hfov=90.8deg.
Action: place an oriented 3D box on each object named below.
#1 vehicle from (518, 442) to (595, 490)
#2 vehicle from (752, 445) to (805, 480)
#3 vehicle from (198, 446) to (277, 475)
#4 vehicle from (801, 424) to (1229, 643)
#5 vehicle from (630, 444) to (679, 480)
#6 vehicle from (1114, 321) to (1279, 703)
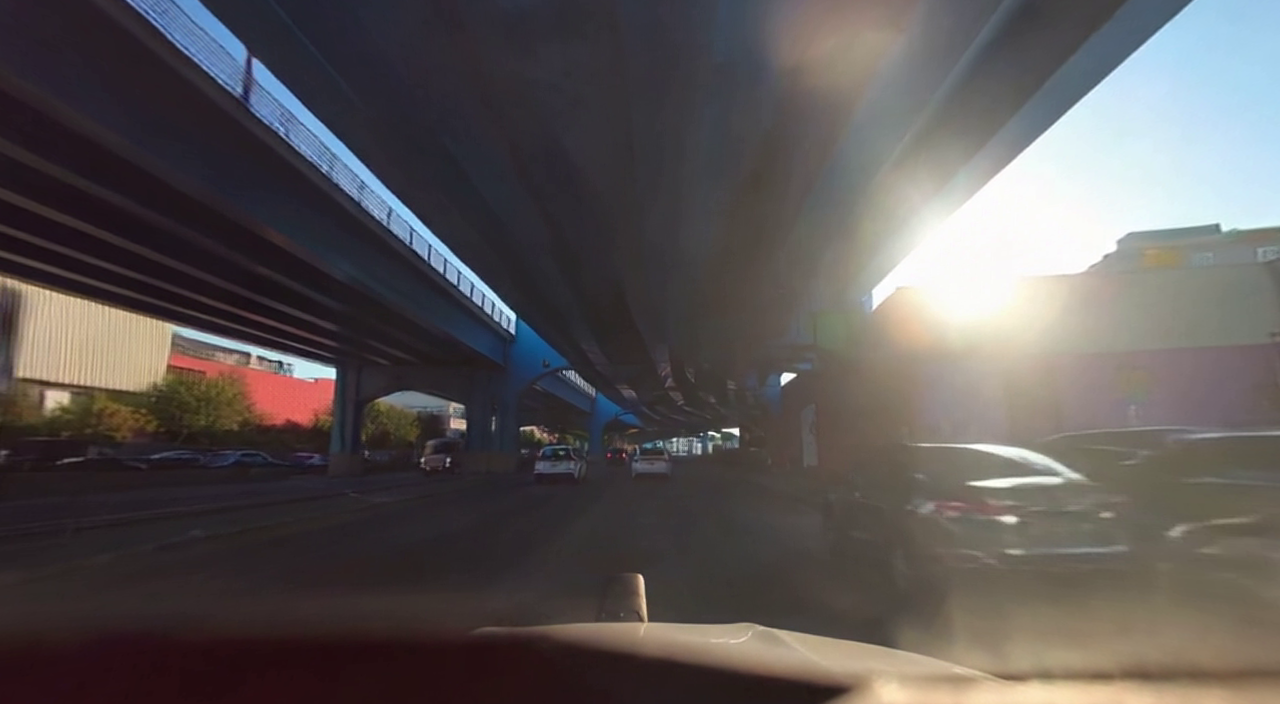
[{"bbox_3d":[-2.897,4.072,22.869,2.024,1.533,4.549,0,-9,2],"label":"vehicle"},{"bbox_3d":[6.905,5.524,31.817,2.023,1.627,3.971,0,-9,4],"label":"vehicle"},{"bbox_3d":[-27.588,7.442,43.575,2.174,1.824,4.764,1,-9,2],"label":"vehicle"},{"bbox_3d":[3.386,1.713,7.115,2.090,1.575,4.690,0,-9,2],"label":"vehicle"},{"bbox_3d":[0.684,5.151,29.679,2.155,1.571,3.734,0,-9,2],"label":"vehicle"},{"bbox_3d":[3.336,0.575,0.872,2.043,1.796,4.242,0,-9,1],"label":"vehicle"}]
